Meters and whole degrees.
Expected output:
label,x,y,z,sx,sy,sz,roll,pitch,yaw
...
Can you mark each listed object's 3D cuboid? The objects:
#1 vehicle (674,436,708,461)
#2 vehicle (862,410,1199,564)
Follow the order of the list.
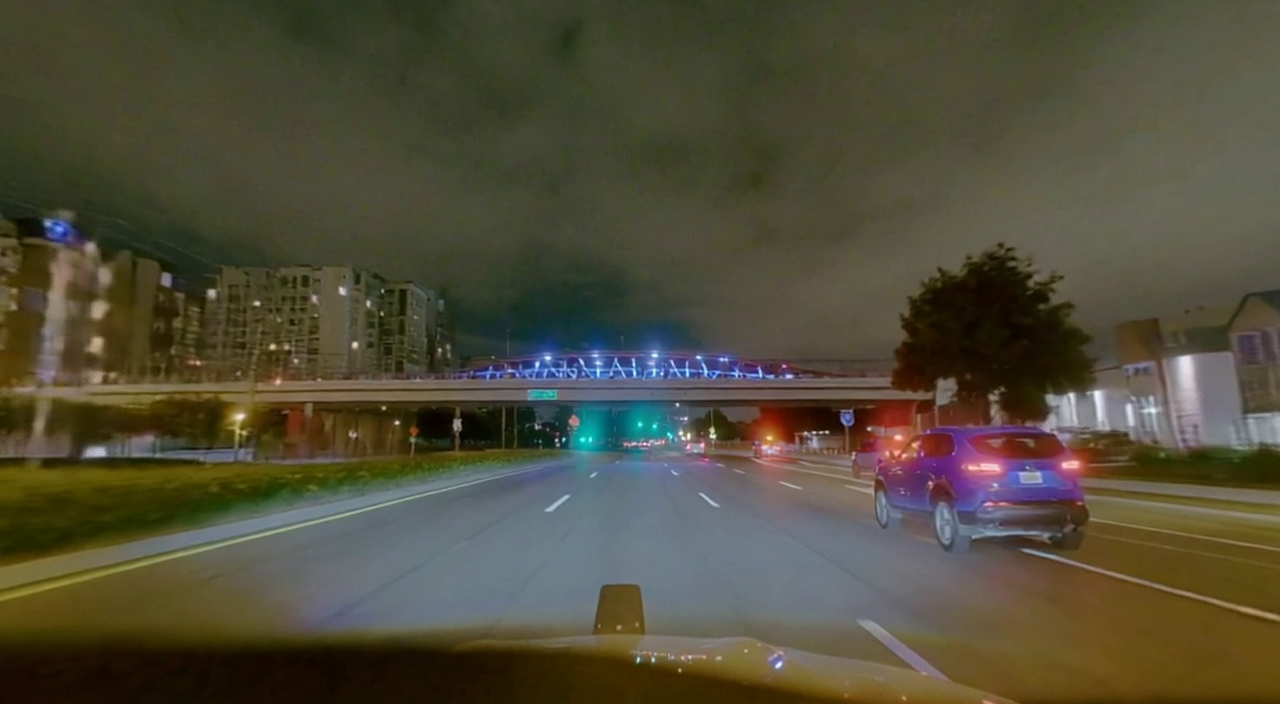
label,x,y,z,sx,sy,sz,roll,pitch,yaw
vehicle,3.654,7.042,46.090,2.165,1.708,3.928,0,-8,0
vehicle,5.281,1.884,9.586,2.130,1.741,4.665,0,-8,1
